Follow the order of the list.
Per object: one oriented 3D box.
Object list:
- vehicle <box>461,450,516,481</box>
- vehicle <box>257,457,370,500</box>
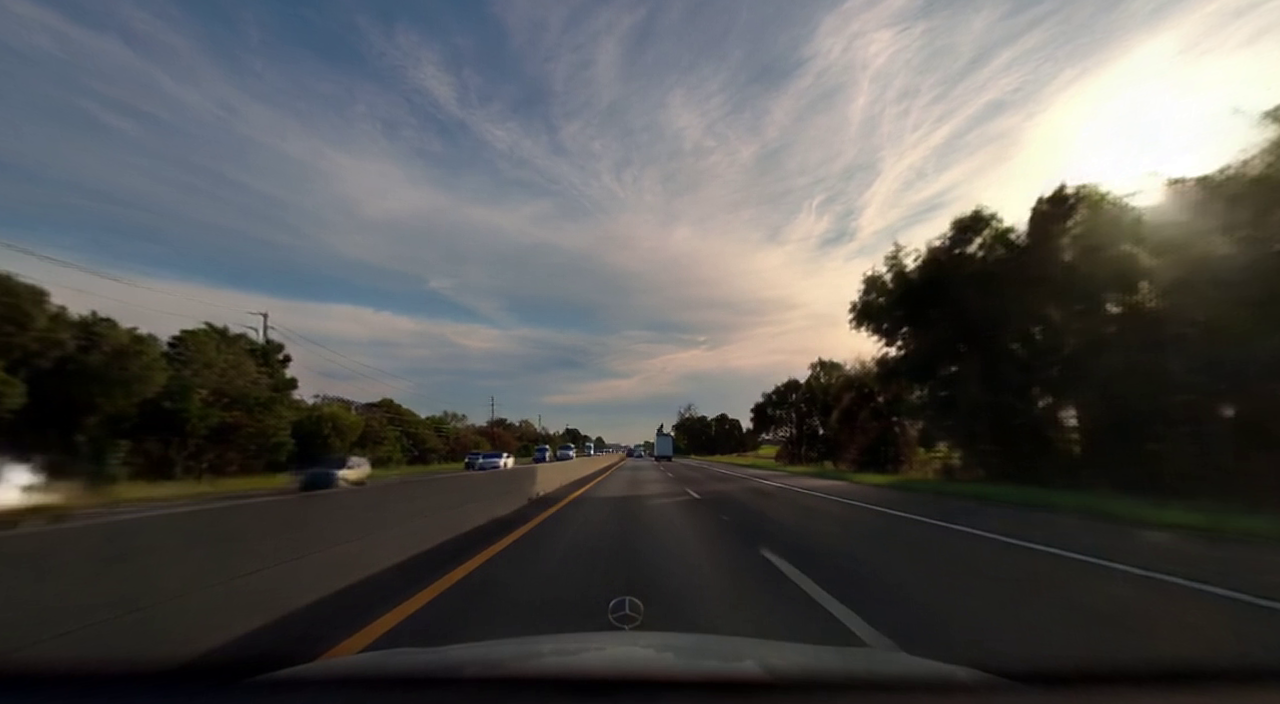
[{"bbox_3d":[-8.489,6.374,35.609,2.059,1.613,4.027,0,-9,0],"label":"vehicle"},{"bbox_3d":[-12.326,4.773,24.166,1.887,1.439,4.504,0,-9,0],"label":"vehicle"}]
